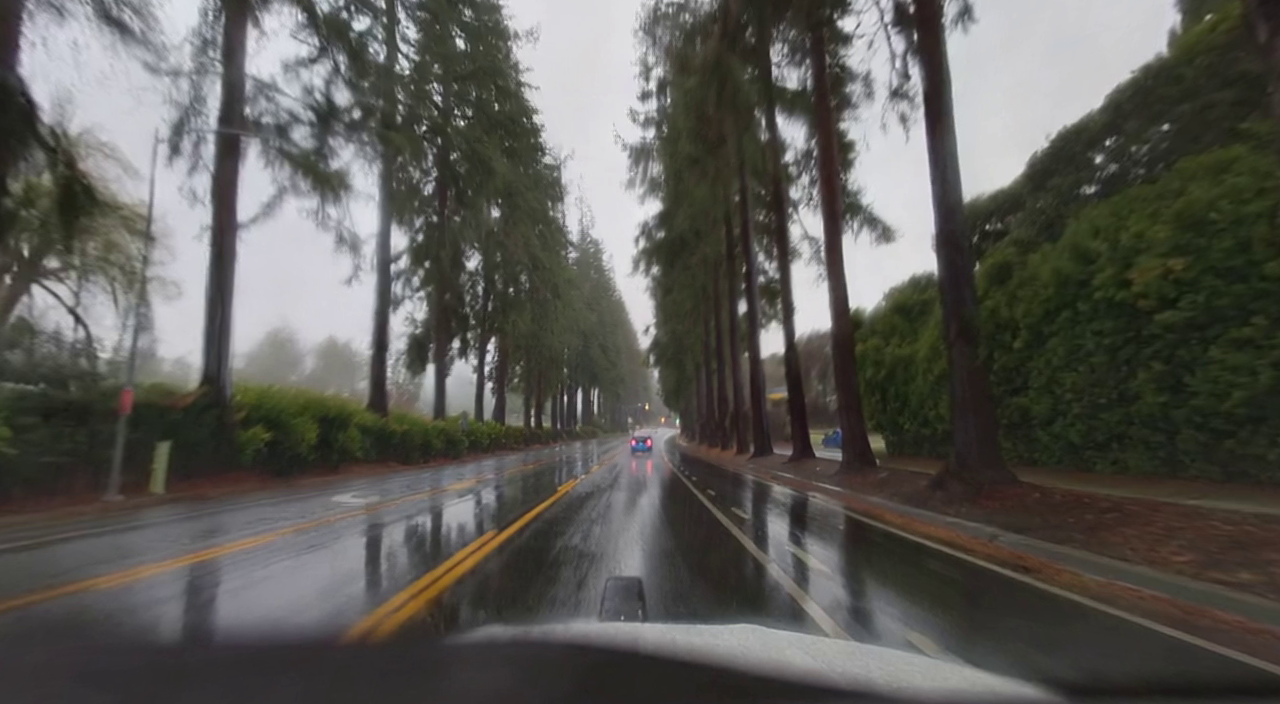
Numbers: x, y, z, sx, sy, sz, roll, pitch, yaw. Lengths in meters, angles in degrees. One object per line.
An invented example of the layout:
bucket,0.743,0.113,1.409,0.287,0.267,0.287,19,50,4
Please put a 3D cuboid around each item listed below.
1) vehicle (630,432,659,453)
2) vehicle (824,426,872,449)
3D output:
vehicle,0.363,6.873,47.913,2.067,1.486,3.861,0,-9,1
vehicle,14.021,5.757,42.793,1.762,1.479,4.546,0,-7,1
